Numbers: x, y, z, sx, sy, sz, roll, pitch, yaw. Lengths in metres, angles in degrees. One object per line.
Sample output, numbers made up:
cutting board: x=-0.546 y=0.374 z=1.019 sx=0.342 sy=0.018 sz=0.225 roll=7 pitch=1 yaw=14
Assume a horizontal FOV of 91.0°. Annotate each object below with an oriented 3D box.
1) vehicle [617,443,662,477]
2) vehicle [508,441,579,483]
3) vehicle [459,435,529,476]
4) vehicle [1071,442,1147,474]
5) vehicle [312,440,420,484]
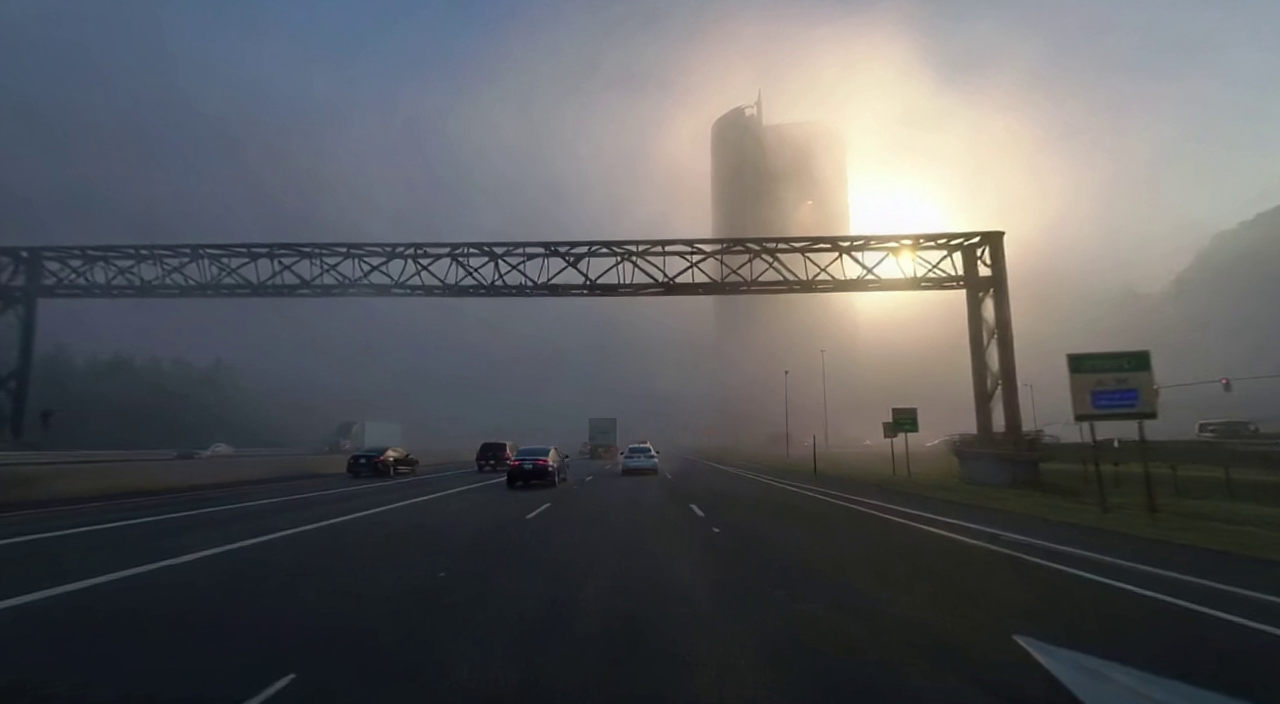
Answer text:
vehicle: x=-0.045 y=5.084 z=29.979 sx=1.991 sy=1.488 sz=3.922 roll=0 pitch=-9 yaw=0
vehicle: x=-3.694 y=4.306 z=24.906 sx=2.016 sy=1.497 sz=4.235 roll=0 pitch=-9 yaw=1
vehicle: x=-6.910 y=4.954 z=30.376 sx=2.190 sy=1.821 sz=4.800 roll=0 pitch=-9 yaw=1
vehicle: x=24.580 y=5.545 z=33.186 sx=2.059 sy=1.507 sz=4.352 roll=-3 pitch=-9 yaw=21
vehicle: x=-10.450 y=4.220 z=24.481 sx=1.987 sy=1.495 sz=4.710 roll=0 pitch=-9 yaw=1
